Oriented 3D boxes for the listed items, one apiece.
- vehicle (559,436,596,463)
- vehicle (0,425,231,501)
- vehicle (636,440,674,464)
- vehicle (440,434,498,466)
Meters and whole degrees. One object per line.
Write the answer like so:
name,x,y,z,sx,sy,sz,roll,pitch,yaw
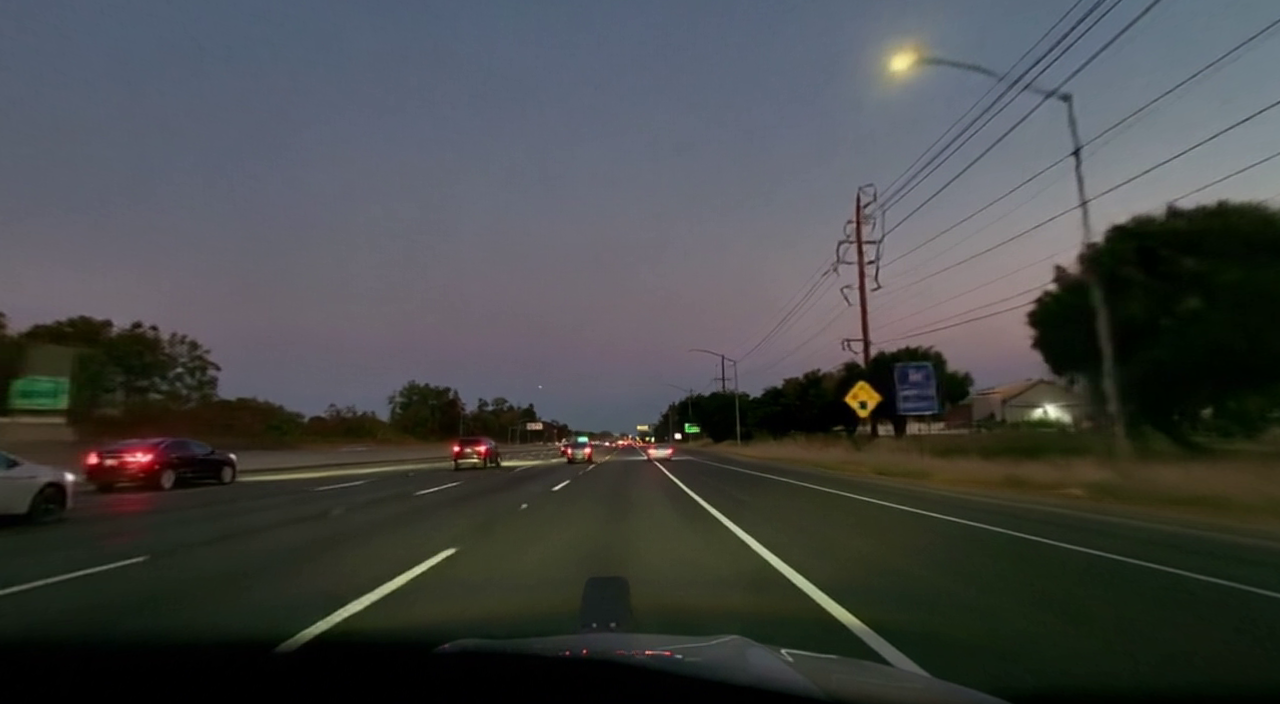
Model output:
vehicle,-4.158,6.561,42.640,2.121,1.673,4.443,0,-9,-1
vehicle,-13.844,2.921,17.014,2.257,1.727,5.036,0,-9,0
vehicle,0.882,6.324,39.974,2.015,1.391,3.897,0,-9,-4
vehicle,-10.401,5.985,38.850,2.115,1.799,5.444,0,-9,-1
